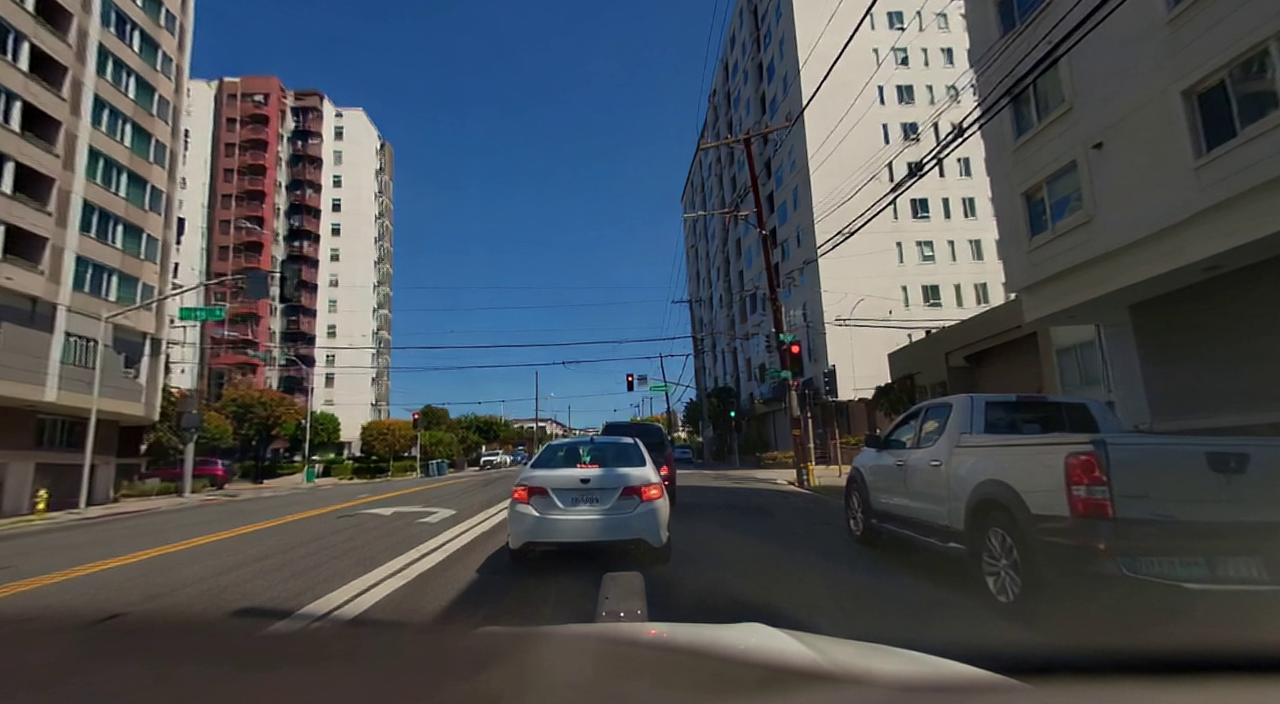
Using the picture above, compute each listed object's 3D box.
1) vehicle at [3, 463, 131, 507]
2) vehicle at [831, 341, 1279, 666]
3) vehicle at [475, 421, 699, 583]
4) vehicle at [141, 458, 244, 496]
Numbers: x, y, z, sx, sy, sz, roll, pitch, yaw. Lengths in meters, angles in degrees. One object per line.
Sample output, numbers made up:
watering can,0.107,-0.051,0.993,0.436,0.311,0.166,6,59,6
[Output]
vehicle,-24.771,5.755,27.393,3.891,1.538,1.698,-4,-11,0
vehicle,3.839,1.259,6.353,2.248,1.945,5.011,0,-8,0
vehicle,-0.479,1.670,7.841,2.019,1.453,4.129,0,-8,0
vehicle,-25.353,7.091,35.906,4.337,1.739,1.981,-5,-11,1
